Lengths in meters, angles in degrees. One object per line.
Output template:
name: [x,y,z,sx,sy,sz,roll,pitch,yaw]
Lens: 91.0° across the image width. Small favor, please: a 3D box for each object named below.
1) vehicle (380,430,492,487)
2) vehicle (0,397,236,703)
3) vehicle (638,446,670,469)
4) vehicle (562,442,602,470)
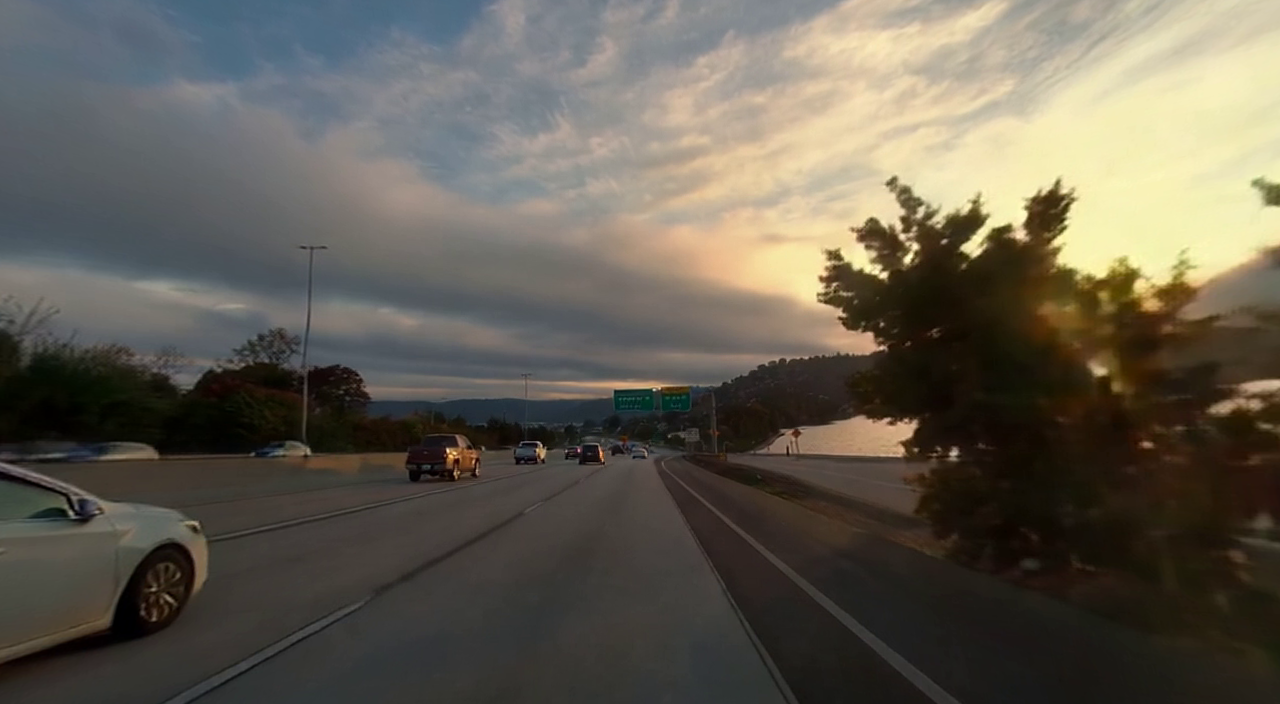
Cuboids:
vehicle: [-7.511,3.979,23.924,2.250,1.870,5.647,0,-9,1]
vehicle: [-4.191,0.917,2.566,2.027,1.547,4.511,0,-9,1]
vehicle: [1.009,7.484,44.901,2.153,1.510,4.646,0,-9,2]
vehicle: [-3.787,6.856,41.696,2.132,1.708,4.571,0,-9,1]
